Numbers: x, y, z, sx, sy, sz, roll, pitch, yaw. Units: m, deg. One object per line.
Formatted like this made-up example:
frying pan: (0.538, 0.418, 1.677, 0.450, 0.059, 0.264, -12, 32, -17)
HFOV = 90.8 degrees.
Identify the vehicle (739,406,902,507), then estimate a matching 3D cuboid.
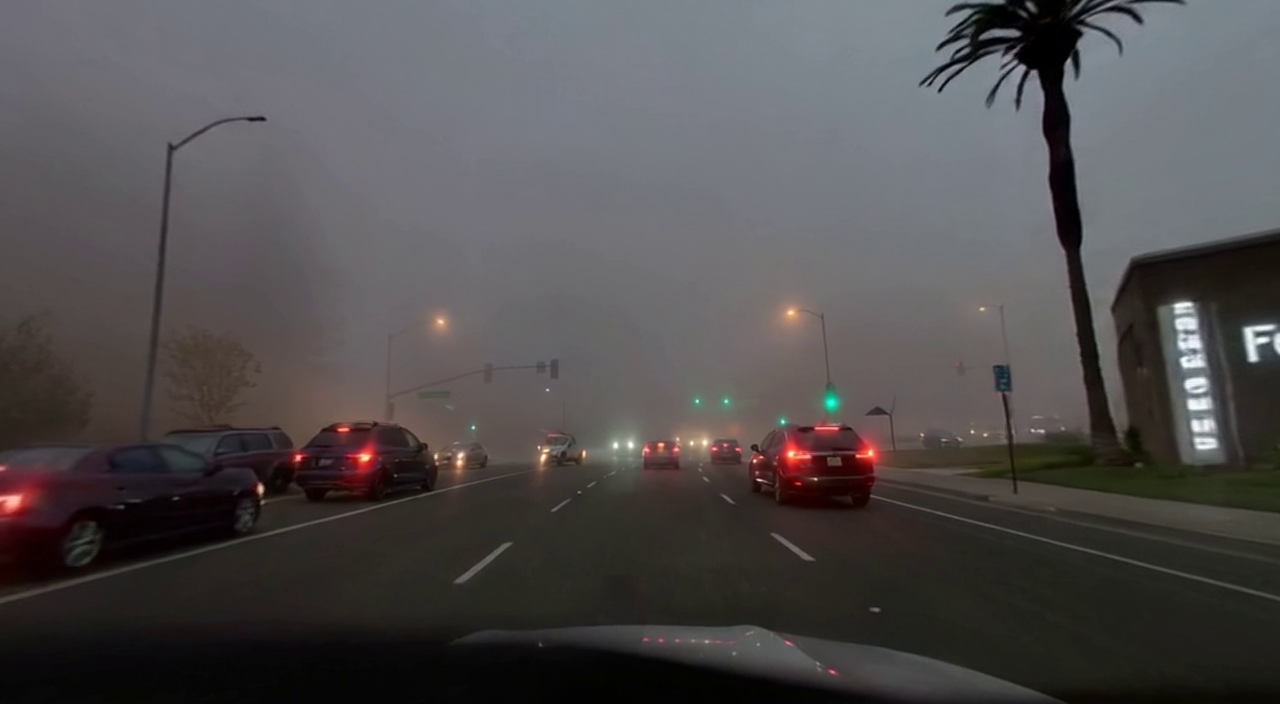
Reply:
vehicle: (3.888, 2.392, 14.789, 2.267, 1.931, 5.145, 0, -8, 0)

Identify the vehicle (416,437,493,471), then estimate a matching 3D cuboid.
vehicle: (-8.667, 4.800, 29.958, 2.017, 1.472, 4.418, -1, -8, 4)

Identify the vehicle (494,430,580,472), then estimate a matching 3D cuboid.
vehicle: (-4.570, 4.502, 28.910, 2.088, 1.746, 4.650, -3, -9, 16)

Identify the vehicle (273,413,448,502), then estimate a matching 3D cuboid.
vehicle: (-6.723, 2.608, 15.941, 2.127, 1.888, 4.637, -1, -8, 2)

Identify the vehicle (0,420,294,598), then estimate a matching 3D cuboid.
vehicle: (-6.329, 1.592, 7.144, 1.935, 1.483, 4.973, 0, -8, 1)

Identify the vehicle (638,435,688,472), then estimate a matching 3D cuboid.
vehicle: (1.084, 4.530, 28.320, 2.057, 1.492, 3.825, -1, -8, 4)

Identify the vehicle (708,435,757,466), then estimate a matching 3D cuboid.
vehicle: (4.775, 5.134, 33.073, 2.149, 1.532, 4.168, -1, -8, 3)
